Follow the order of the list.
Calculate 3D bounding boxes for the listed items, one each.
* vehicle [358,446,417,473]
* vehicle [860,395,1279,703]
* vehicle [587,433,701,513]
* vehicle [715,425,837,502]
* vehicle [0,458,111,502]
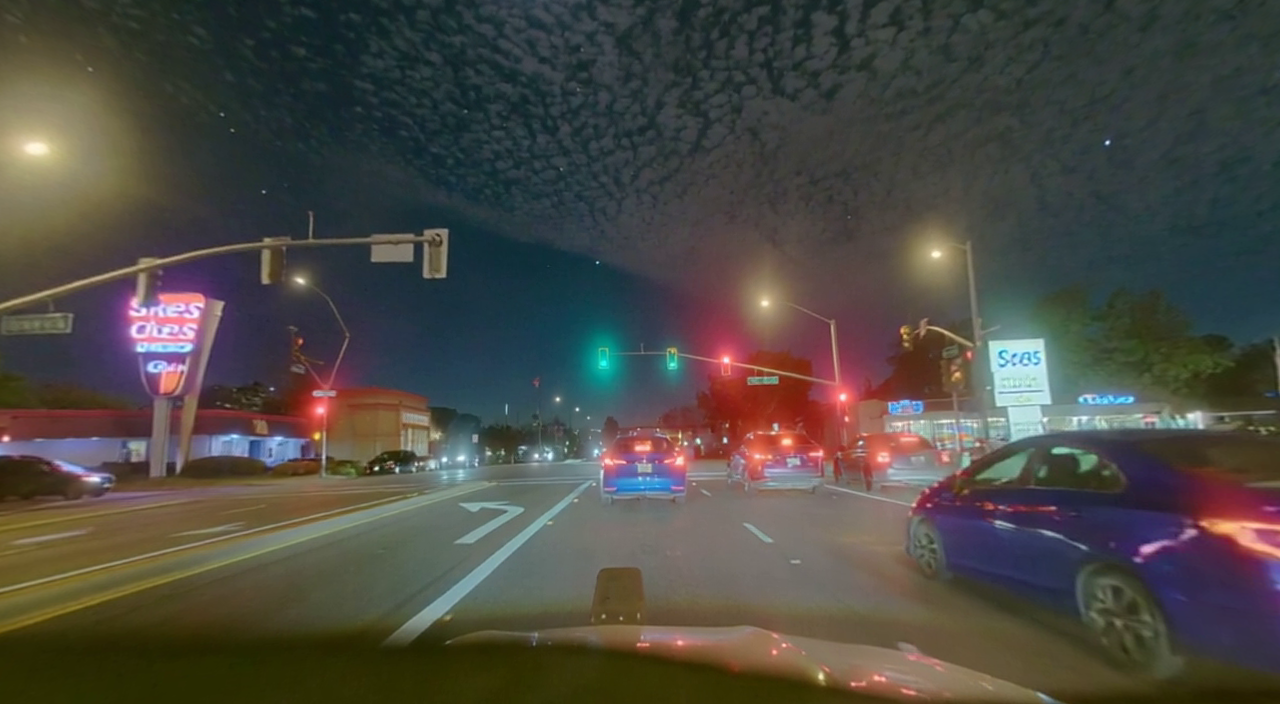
[{"bbox_3d":[-18.736,7.987,47.234,2.324,1.911,5.610,0,-8,-3],"label":"vehicle"},{"bbox_3d":[3.527,1.253,4.940,1.889,1.473,4.643,0,-8,-1],"label":"vehicle"},{"bbox_3d":[0.035,2.578,13.945,2.135,1.468,4.076,0,-8,-1],"label":"vehicle"},{"bbox_3d":[3.224,2.770,16.065,1.973,1.633,4.717,0,-8,-1],"label":"vehicle"},{"bbox_3d":[-26.136,5.469,27.131,4.780,1.669,2.232,-1,-8,-2],"label":"vehicle"}]
